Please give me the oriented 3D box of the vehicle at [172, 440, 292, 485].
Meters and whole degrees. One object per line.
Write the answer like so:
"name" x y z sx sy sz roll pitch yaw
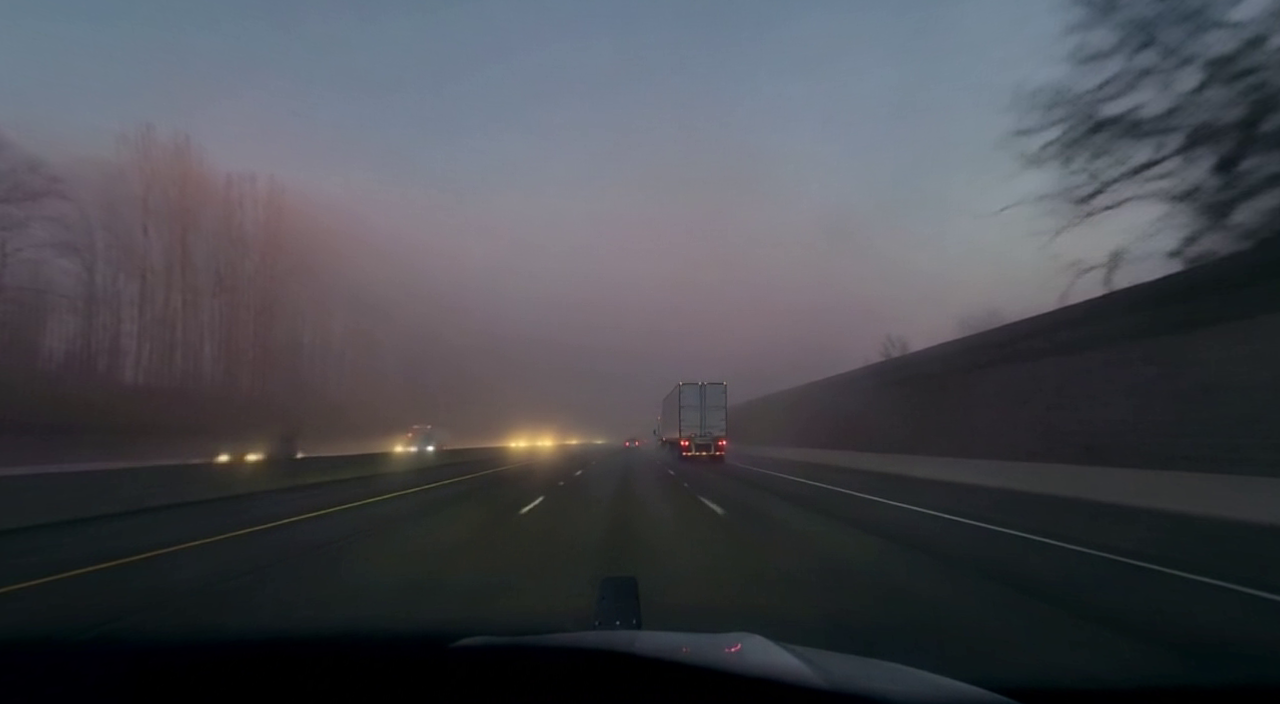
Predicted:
"vehicle" -15.763 4.231 24.573 1.938 1.579 4.138 0 -8 -1

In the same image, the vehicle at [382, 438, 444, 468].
"vehicle" -12.054 5.357 33.666 1.864 1.515 4.052 0 -8 -1

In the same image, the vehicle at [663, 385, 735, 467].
"vehicle" 3.314 4.771 40.013 2.979 4.161 15.508 1 -7 0
